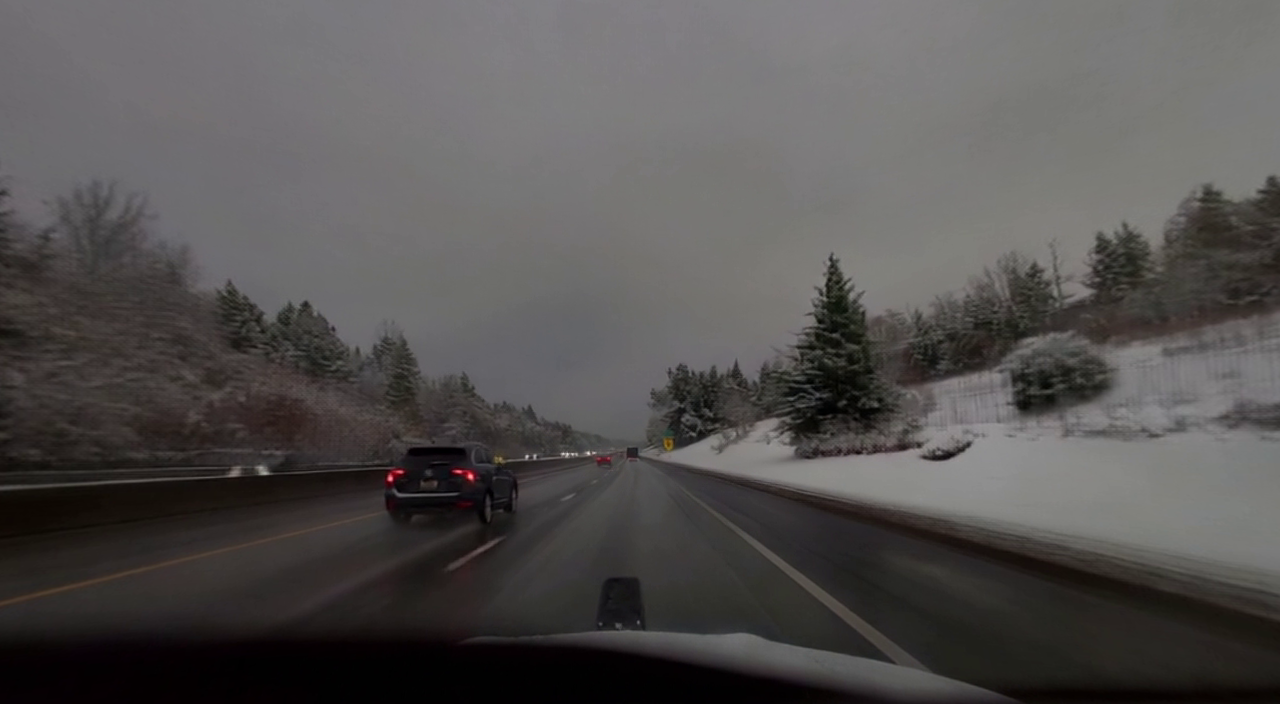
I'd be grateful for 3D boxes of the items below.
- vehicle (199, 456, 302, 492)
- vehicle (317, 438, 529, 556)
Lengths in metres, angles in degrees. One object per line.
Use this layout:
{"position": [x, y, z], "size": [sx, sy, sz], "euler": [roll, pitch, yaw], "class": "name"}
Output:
{"position": [-18.040, 5.653, 29.462], "size": [1.921, 1.484, 4.504], "euler": [0, -9, 0], "class": "vehicle"}
{"position": [-3.554, 2.461, 11.455], "size": [2.135, 1.686, 4.517], "euler": [0, -9, 1], "class": "vehicle"}
